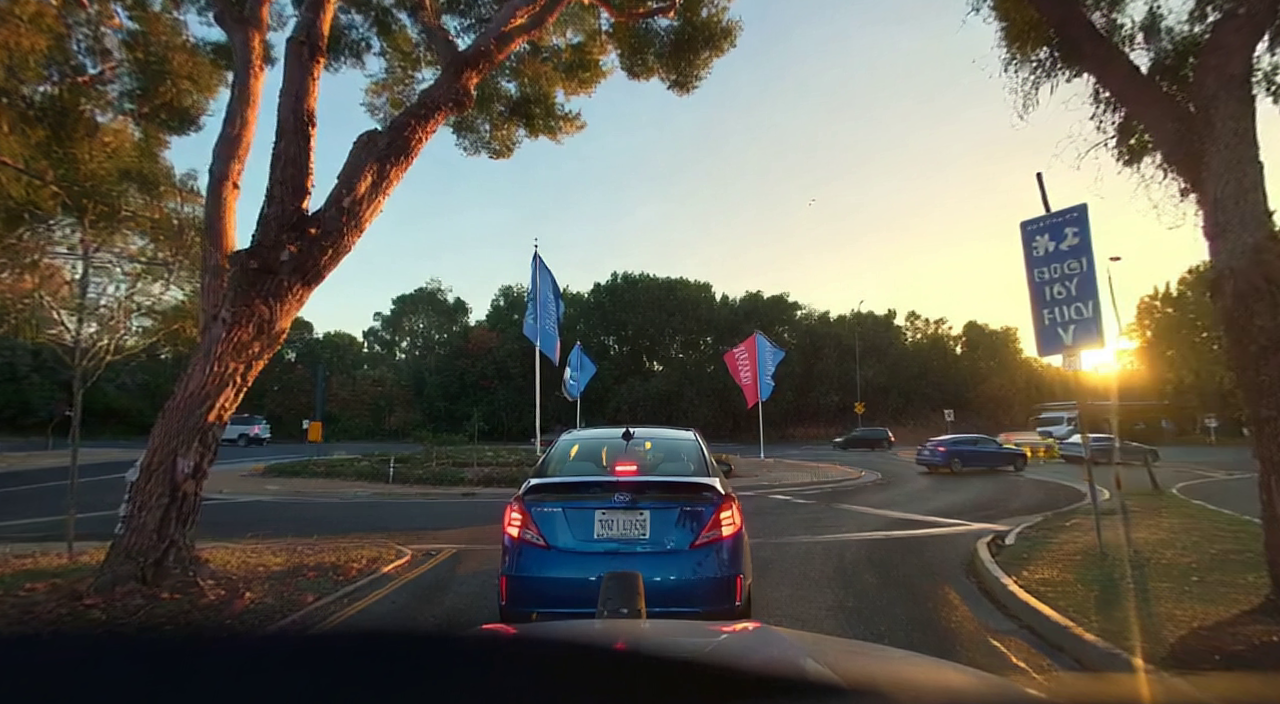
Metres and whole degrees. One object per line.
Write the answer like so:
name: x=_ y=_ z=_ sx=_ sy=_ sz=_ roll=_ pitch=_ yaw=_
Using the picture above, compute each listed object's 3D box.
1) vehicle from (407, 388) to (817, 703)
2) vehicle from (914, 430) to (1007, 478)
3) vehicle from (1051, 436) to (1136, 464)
vehicle: x=-0.066 y=1.318 z=5.283 sx=2.078 sy=1.607 sz=4.010 roll=-1 pitch=-9 yaw=3
vehicle: x=12.669 y=3.984 z=24.783 sx=2.132 sy=1.691 sz=4.485 roll=-8 pitch=-12 yaw=40
vehicle: x=24.839 y=5.369 z=34.496 sx=4.147 sy=1.475 sz=1.850 roll=4 pitch=-10 yaw=-25
